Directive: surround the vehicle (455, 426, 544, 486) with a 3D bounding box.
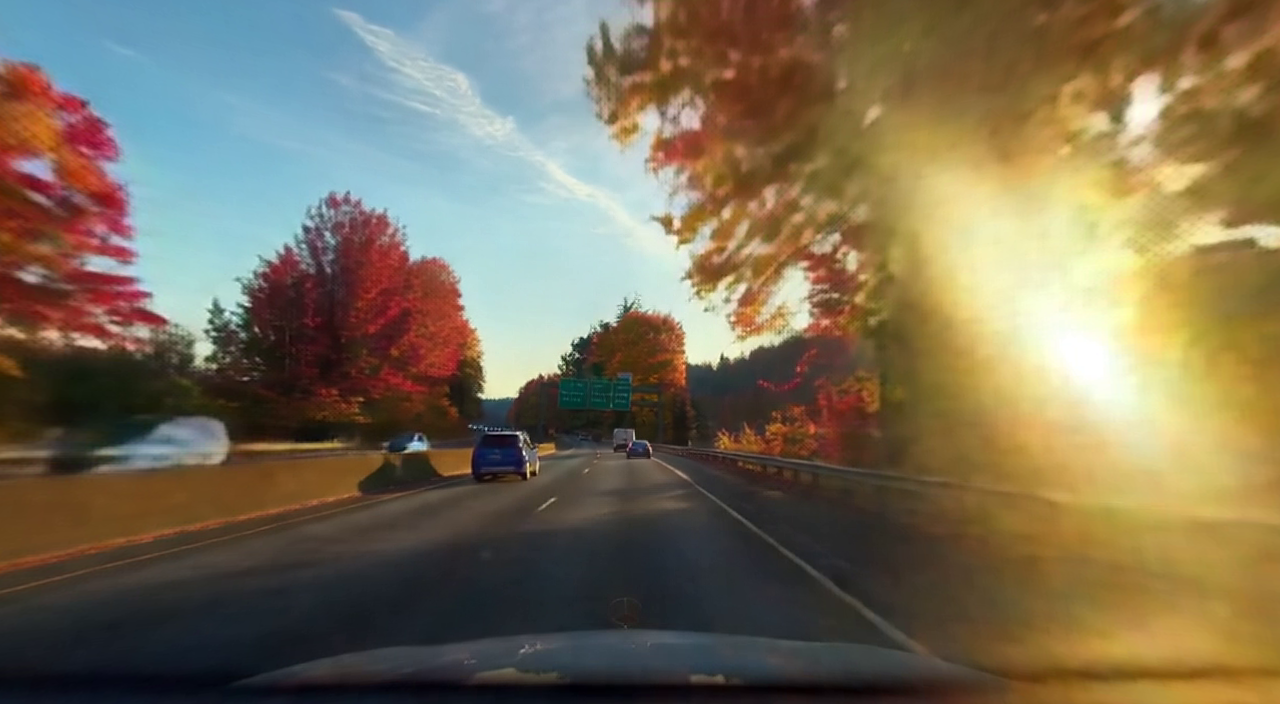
[{"bbox_3d":[-4.411,3.325,20.443,1.924,1.720,4.195,0,-8,0],"label":"vehicle"}]

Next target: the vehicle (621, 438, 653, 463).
[{"bbox_3d":[-0.209,6.242,39.961,1.939,1.497,3.863,0,-8,-1],"label":"vehicle"}]
